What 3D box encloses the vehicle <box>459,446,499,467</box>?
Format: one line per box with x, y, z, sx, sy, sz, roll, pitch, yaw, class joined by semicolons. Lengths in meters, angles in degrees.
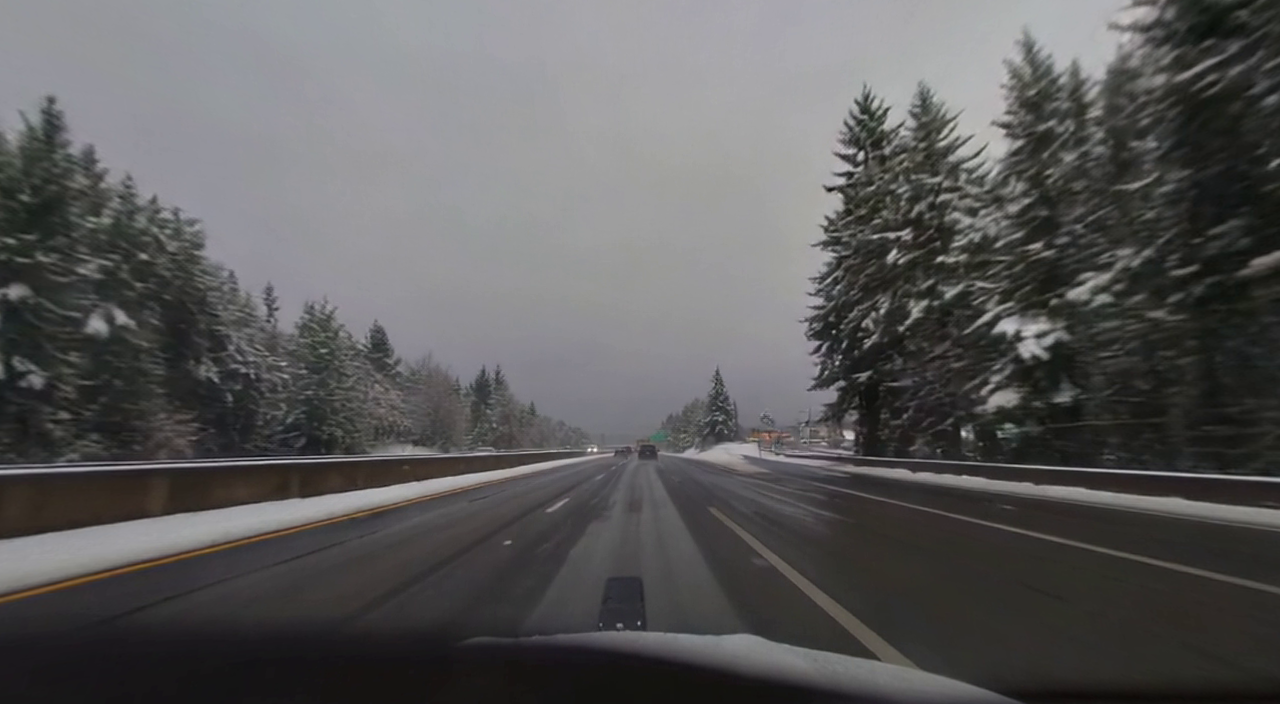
-12.421;8.060;48.771;1.898;1.514;4.398;0;-9;0;vehicle
